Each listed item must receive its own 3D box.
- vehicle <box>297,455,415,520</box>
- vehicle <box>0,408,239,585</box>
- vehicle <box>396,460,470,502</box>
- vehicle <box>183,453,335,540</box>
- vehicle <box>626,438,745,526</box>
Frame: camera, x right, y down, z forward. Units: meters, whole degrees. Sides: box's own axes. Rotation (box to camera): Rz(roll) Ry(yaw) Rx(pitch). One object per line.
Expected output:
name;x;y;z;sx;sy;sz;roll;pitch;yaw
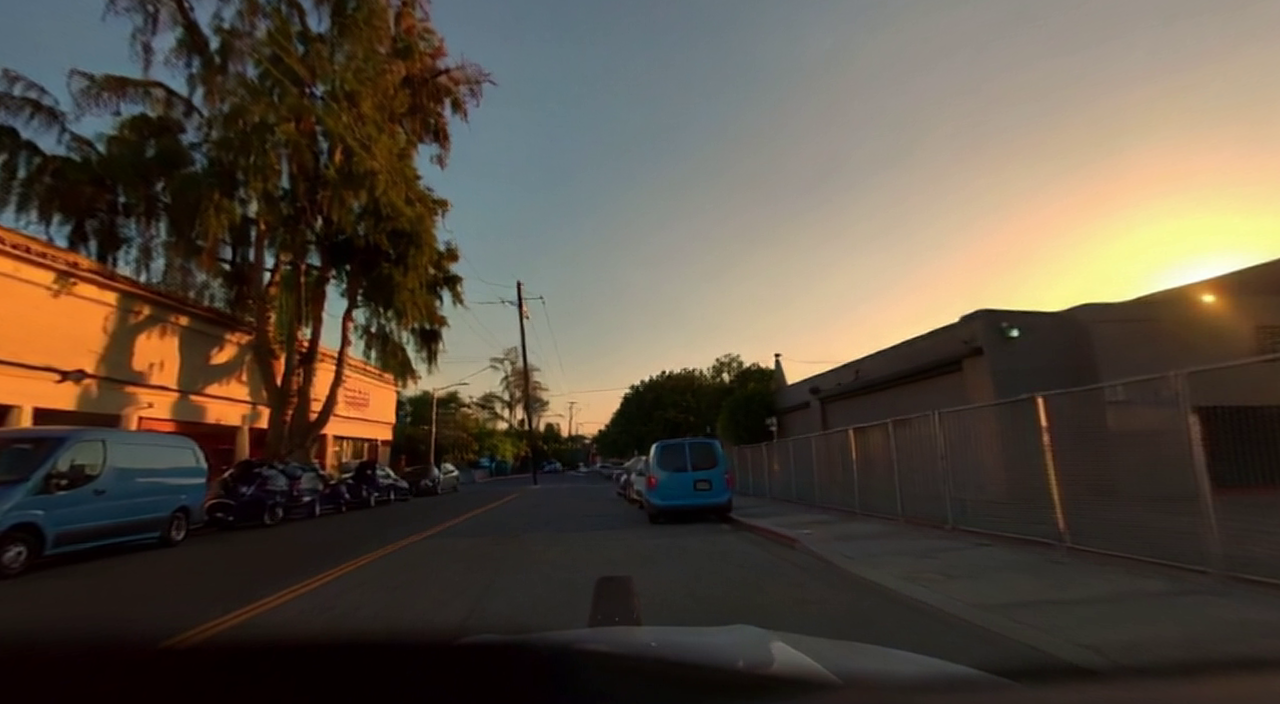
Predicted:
vehicle;-10.342;4.926;23.638;2.304;1.937;5.720;-1;-8;-6
vehicle;-9.485;2.389;10.852;2.435;2.308;4.937;-3;-9;-7
vehicle;-11.208;6.975;34.715;2.504;1.919;5.658;0;-8;-4
vehicle;-9.951;3.720;16.928;1.857;1.908;4.081;0;-8;-6
vehicle;1.020;3.517;17.970;2.327;2.021;5.850;0;-9;-6
